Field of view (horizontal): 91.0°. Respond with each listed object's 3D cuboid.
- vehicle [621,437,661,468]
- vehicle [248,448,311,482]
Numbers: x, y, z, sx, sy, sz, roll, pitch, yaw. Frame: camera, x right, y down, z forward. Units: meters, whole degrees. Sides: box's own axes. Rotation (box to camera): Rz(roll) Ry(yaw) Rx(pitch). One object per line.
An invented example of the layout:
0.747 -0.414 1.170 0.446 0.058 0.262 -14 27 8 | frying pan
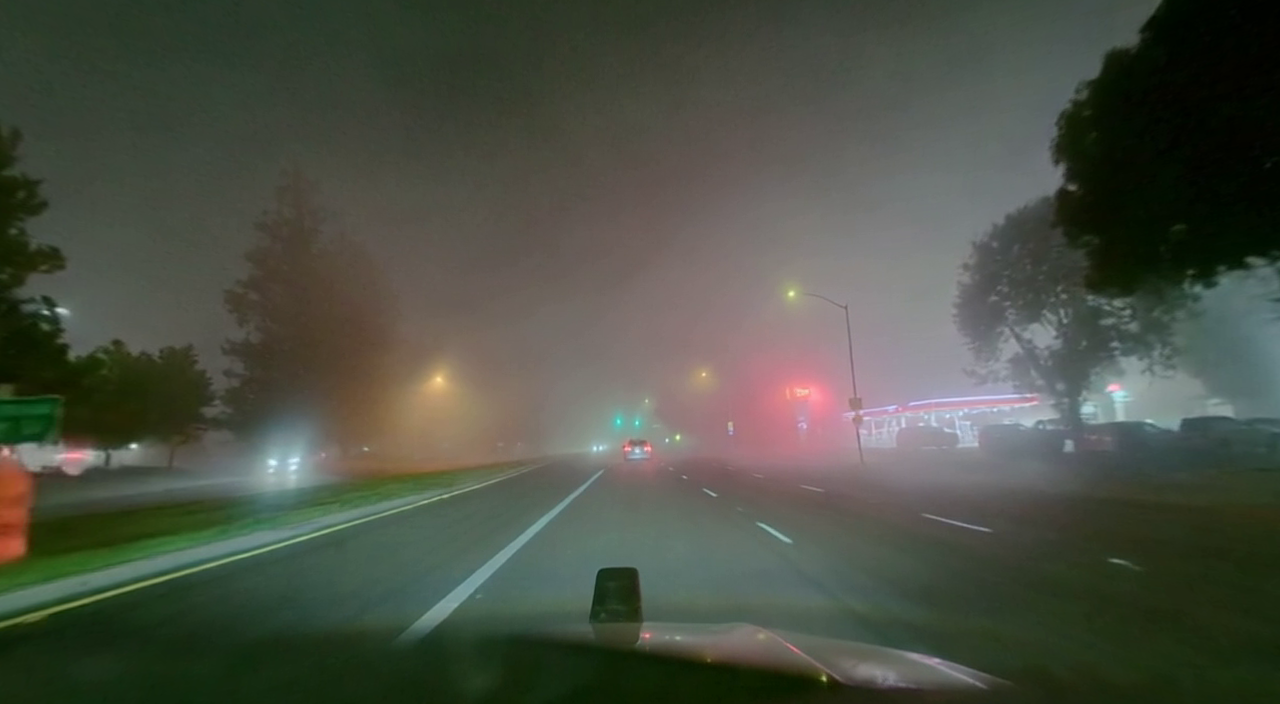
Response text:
0.031 5.951 37.403 2.213 1.715 4.242 0 -8 -1 | vehicle
-19.748 6.141 34.655 1.909 1.720 4.390 2 -9 -16 | vehicle
